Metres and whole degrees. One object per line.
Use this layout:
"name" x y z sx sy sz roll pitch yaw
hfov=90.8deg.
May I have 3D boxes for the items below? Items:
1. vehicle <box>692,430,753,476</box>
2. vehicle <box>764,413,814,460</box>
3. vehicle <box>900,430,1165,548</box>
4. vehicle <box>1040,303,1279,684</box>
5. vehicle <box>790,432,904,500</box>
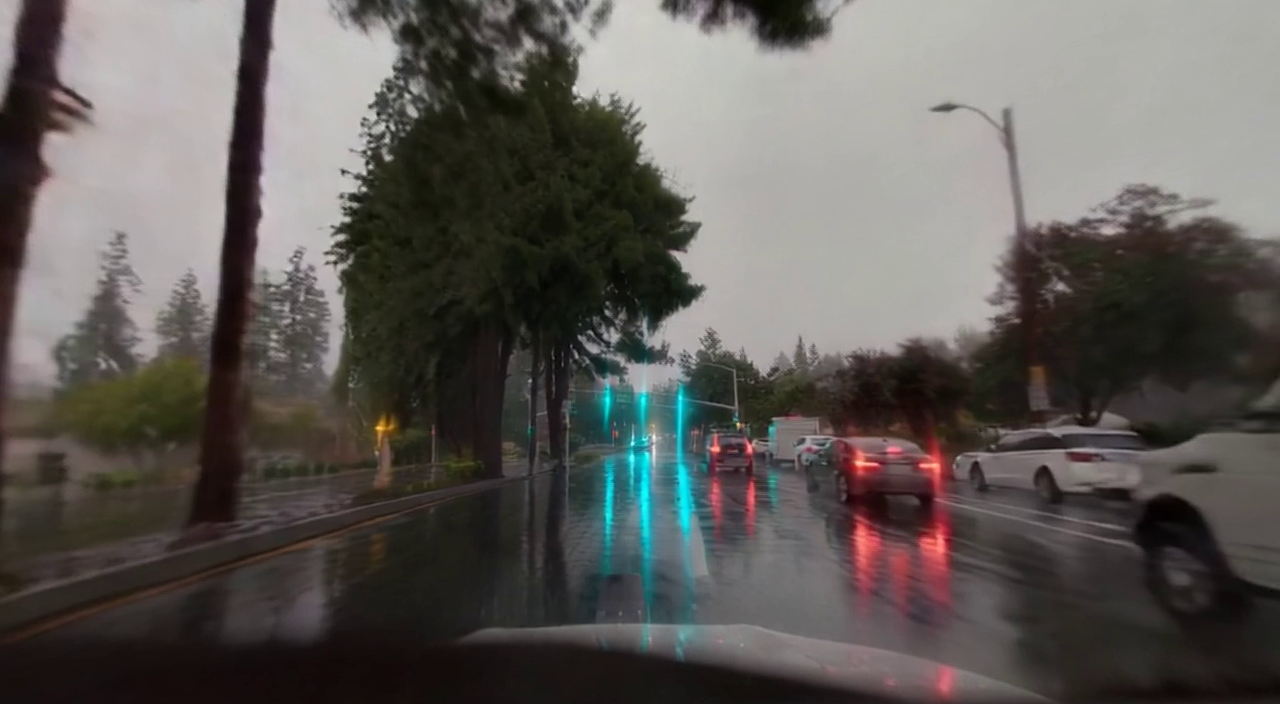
"vehicle" 3.254 4.094 25.835 2.052 1.693 4.554 0 -8 2
"vehicle" 7.852 4.521 33.575 1.933 2.309 3.468 -1 -8 3
"vehicle" 5.853 2.048 10.127 1.915 1.480 3.925 -1 -8 4
"vehicle" 4.626 0.646 2.541 2.268 2.090 6.113 -1 -8 3
"vehicle" 6.060 3.321 19.151 1.803 1.754 4.480 -1 -7 -1
